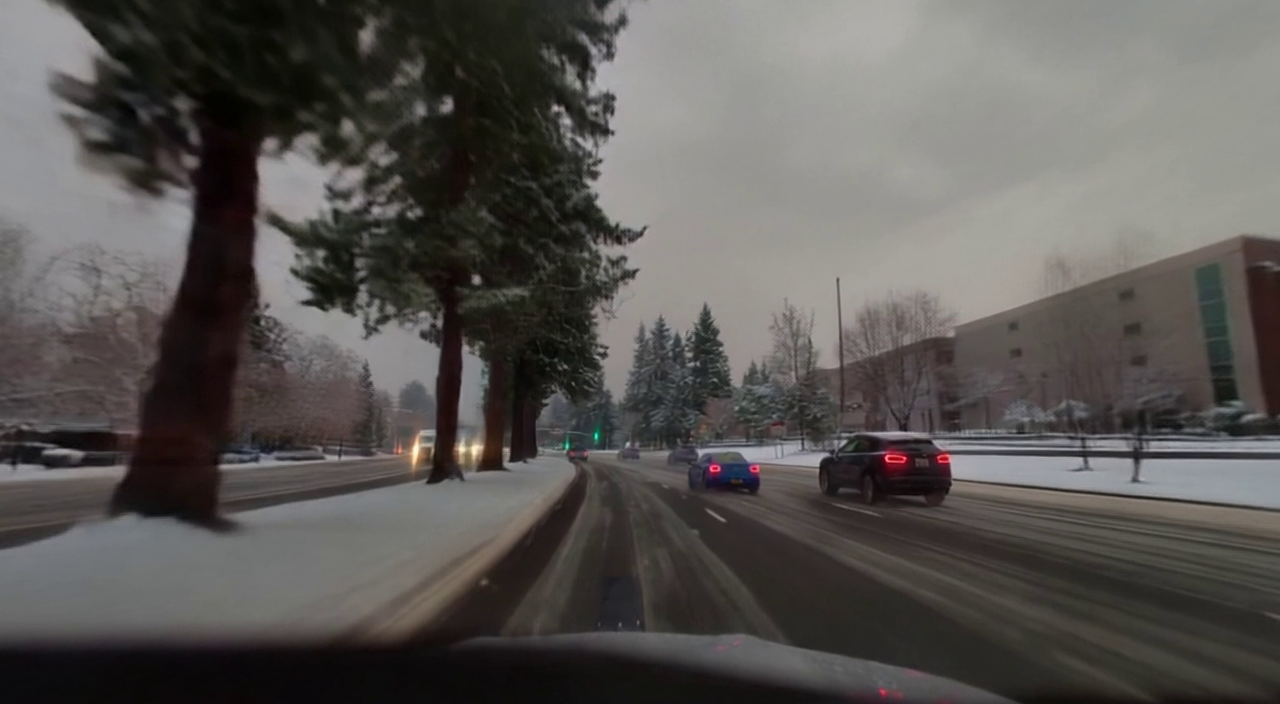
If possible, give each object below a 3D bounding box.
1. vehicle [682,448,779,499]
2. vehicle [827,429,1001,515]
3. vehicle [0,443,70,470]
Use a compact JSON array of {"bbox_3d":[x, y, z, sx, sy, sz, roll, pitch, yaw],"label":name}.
[{"bbox_3d":[2.557,3.573,19.058,1.990,1.347,4.388,1,-9,-4],"label":"vehicle"},{"bbox_3d":[6.249,2.775,15.118,1.987,1.730,4.373,0,-9,-3],"label":"vehicle"},{"bbox_3d":[-36.173,6.105,36.981,3.752,1.429,1.721,2,-9,-3],"label":"vehicle"}]
